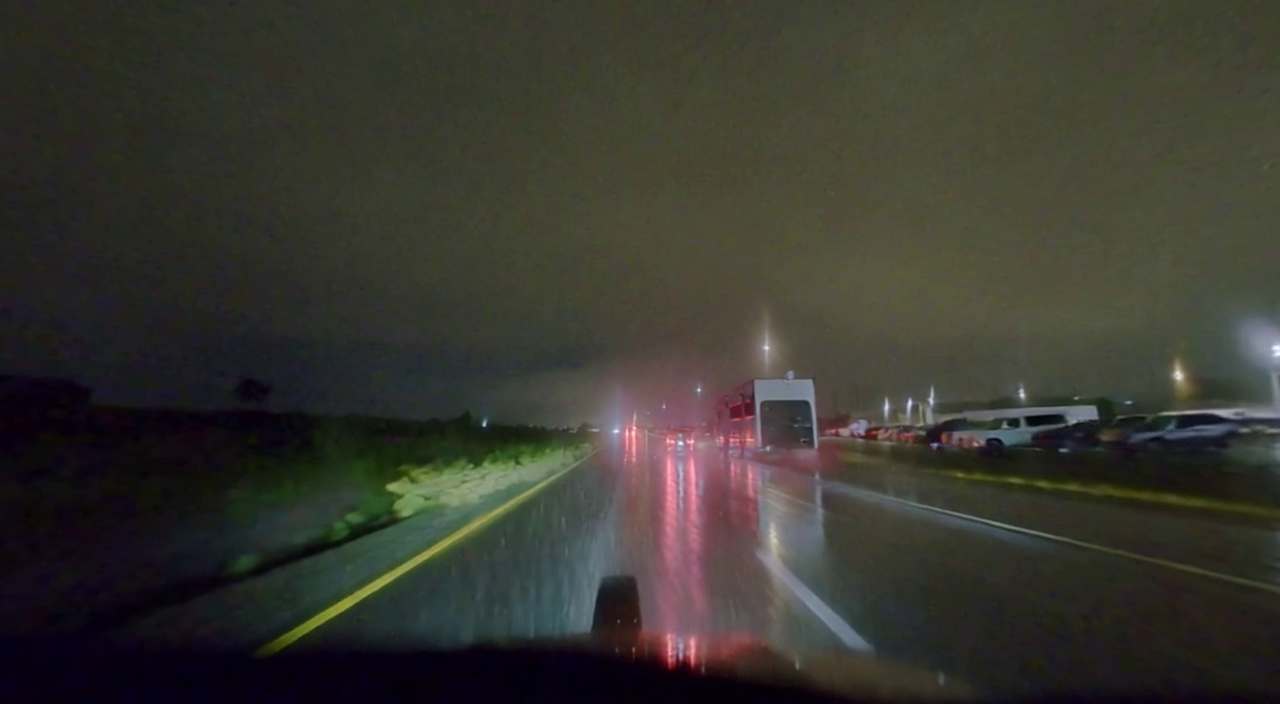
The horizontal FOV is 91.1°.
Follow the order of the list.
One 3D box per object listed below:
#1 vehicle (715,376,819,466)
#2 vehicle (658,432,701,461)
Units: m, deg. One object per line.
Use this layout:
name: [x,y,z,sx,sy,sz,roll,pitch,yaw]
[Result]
vehicle: [6.692,4.083,35.969,2.937,4.119,14.096,0,-8,0]
vehicle: [2.150,5.344,35.708,2.037,1.504,4.248,0,-8,-2]
